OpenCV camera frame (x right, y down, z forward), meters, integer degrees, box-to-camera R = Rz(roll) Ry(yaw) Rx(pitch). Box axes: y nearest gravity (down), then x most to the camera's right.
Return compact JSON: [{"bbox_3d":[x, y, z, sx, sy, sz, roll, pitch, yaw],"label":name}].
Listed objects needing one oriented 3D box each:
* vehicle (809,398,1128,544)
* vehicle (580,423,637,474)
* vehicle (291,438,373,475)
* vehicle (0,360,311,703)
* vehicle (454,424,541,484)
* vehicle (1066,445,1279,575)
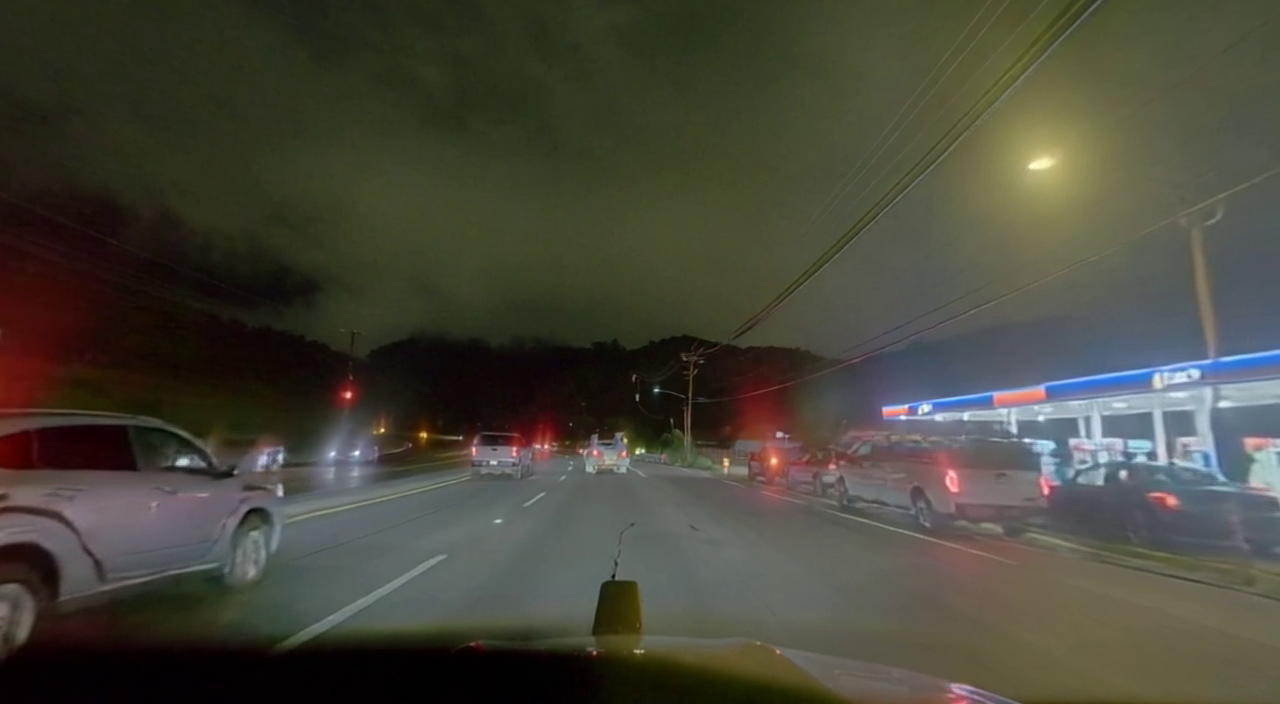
[{"bbox_3d":[5.924,2.303,12.979,2.706,2.199,6.527,0,-9,-4],"label":"vehicle"},{"bbox_3d":[-1.651,4.729,31.072,2.486,2.280,5.291,1,-9,-6],"label":"vehicle"},{"bbox_3d":[-14.436,4.913,29.910,1.930,1.591,4.408,1,-9,-4],"label":"vehicle"},{"bbox_3d":[-4.358,1.027,3.964,2.185,1.721,4.550,0,-8,-1],"label":"vehicle"},{"bbox_3d":[-5.296,3.893,24.384,2.345,2.012,5.693,0,-9,-3],"label":"vehicle"},{"bbox_3d":[9.358,2.403,10.250,1.933,1.480,4.249,2,-6,-1],"label":"vehicle"}]
